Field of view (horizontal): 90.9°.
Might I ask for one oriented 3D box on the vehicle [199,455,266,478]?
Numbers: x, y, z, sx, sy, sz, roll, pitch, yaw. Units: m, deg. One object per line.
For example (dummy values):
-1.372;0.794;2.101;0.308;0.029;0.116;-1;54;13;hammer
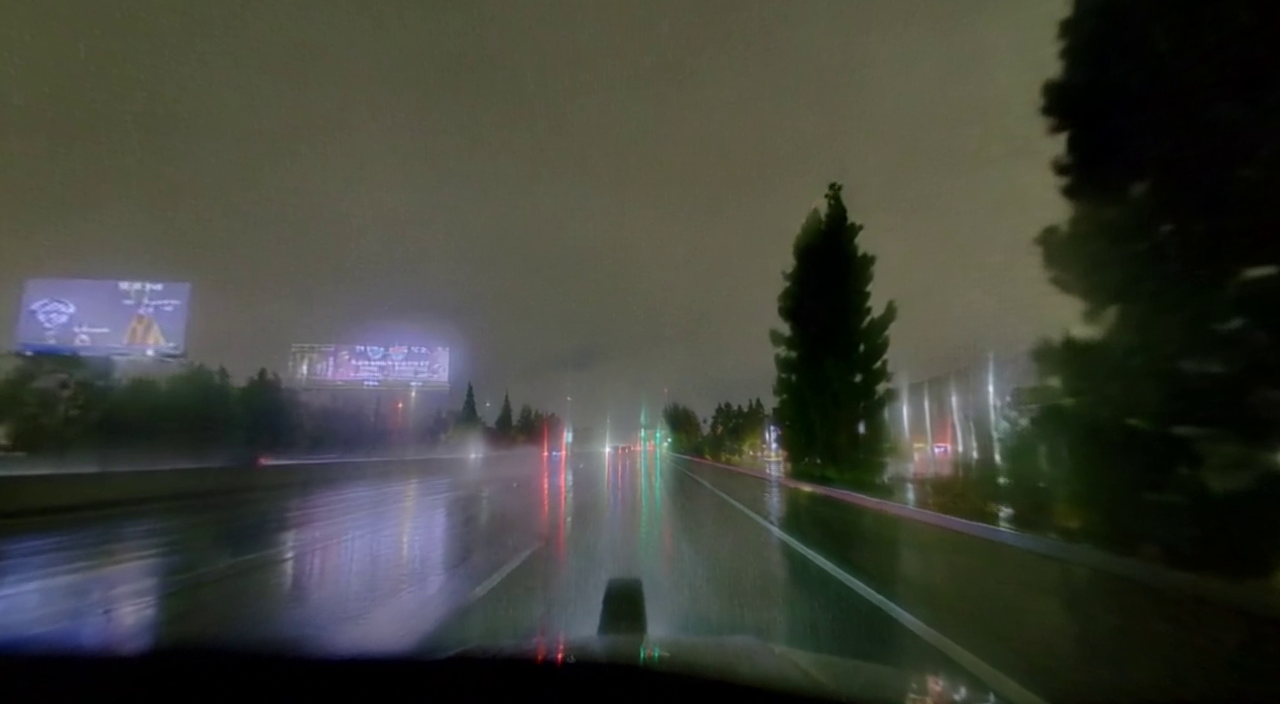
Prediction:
-30.912;8.677;47.983;1.958;1.521;4.676;0;-8;1;vehicle
